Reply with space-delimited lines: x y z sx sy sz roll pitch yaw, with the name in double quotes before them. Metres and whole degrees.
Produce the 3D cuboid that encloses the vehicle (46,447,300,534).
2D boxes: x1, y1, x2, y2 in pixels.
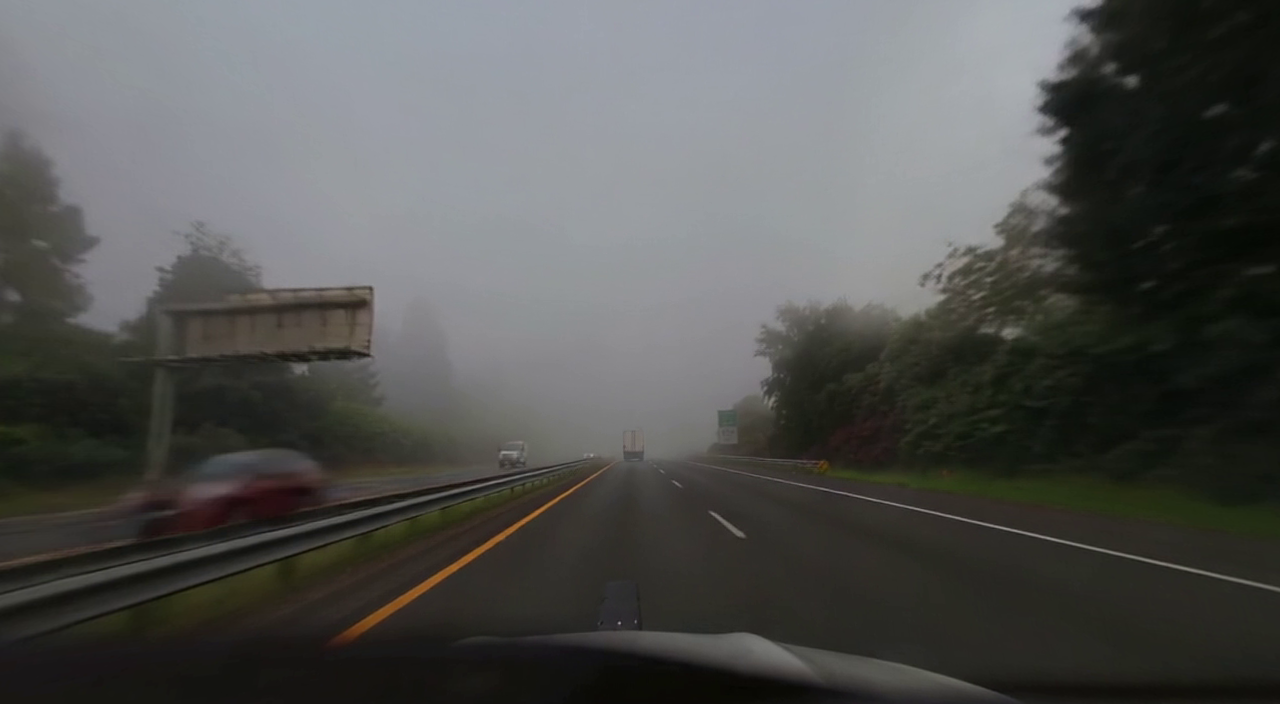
"vehicle" -9.645 2.834 13.584 1.915 1.530 4.629 0 -9 0
